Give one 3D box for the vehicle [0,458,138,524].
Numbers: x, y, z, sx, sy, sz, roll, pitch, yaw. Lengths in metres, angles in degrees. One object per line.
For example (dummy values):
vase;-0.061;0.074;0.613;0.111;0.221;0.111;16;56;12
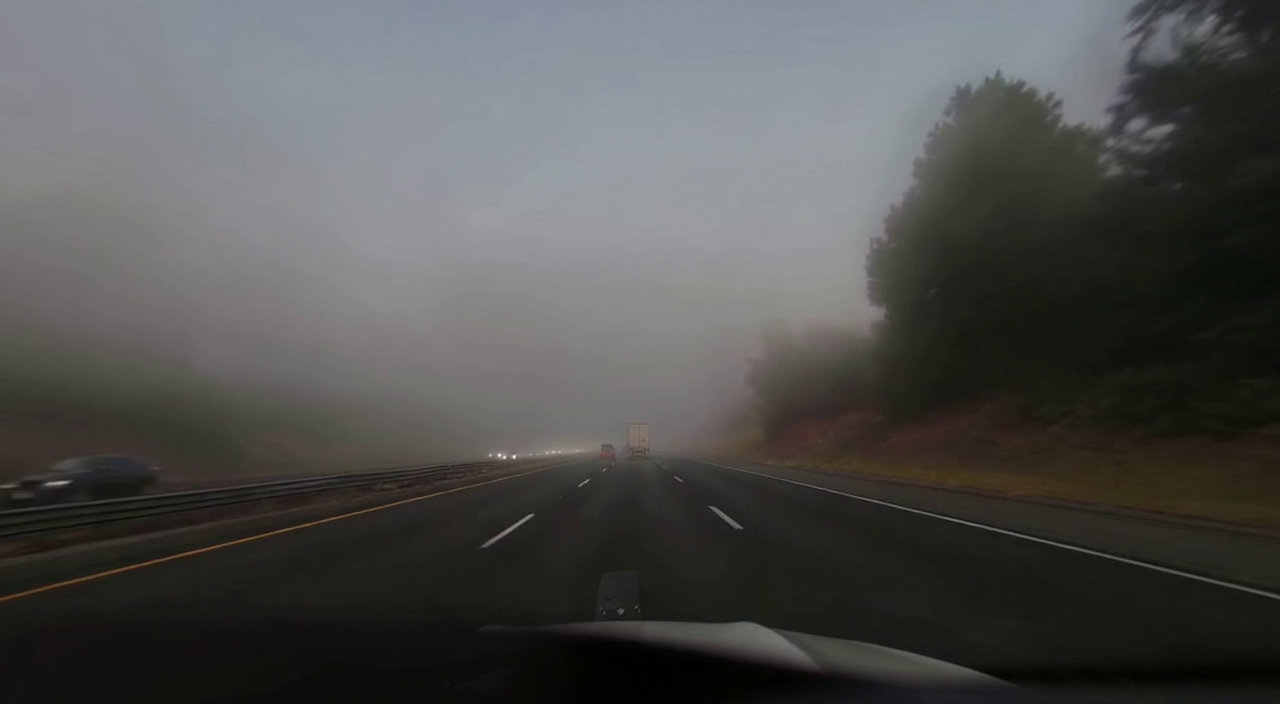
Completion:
vehicle;-16.075;3.563;16.547;2.036;1.500;4.625;0;-9;0
